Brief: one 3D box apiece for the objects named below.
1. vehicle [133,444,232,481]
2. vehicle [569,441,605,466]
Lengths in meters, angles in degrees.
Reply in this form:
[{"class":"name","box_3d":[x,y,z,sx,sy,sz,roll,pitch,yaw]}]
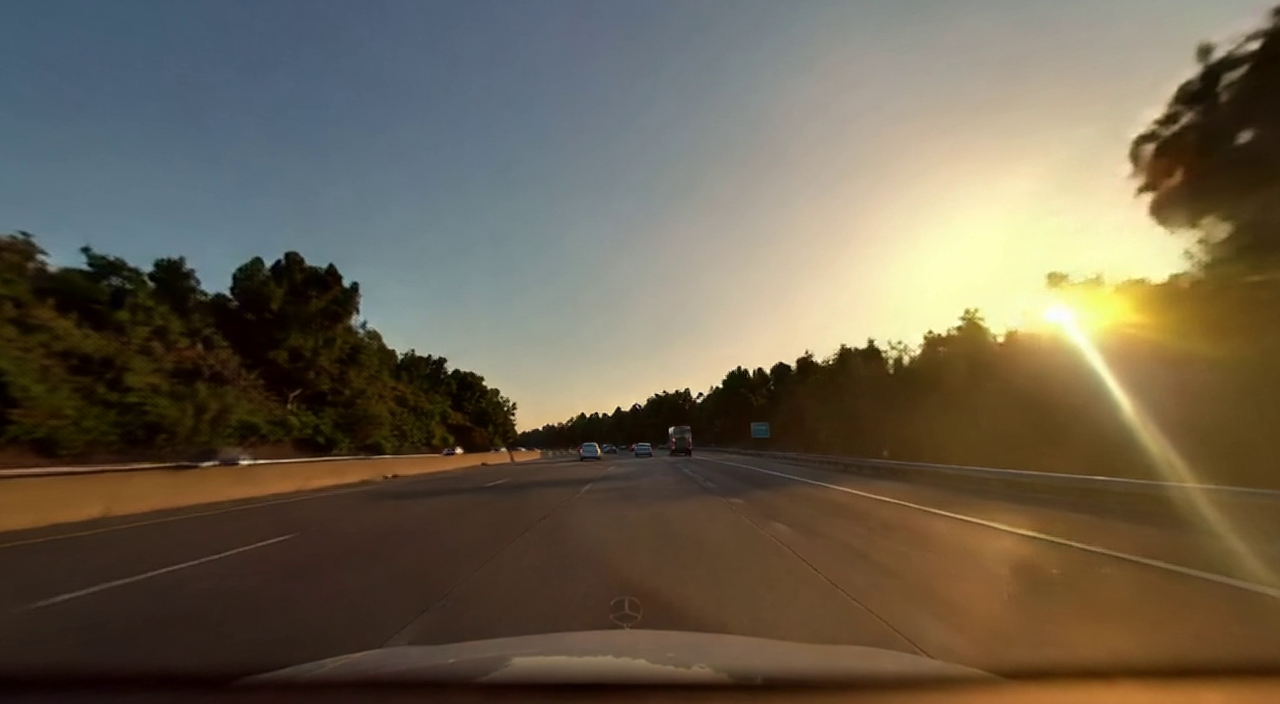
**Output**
[{"class":"vehicle","box_3d":[-25.224,6.092,35.019,2.031,1.830,4.640,0,-9,0]},{"class":"vehicle","box_3d":[-3.483,6.746,42.037,2.025,1.571,3.662,0,-9,1]}]
